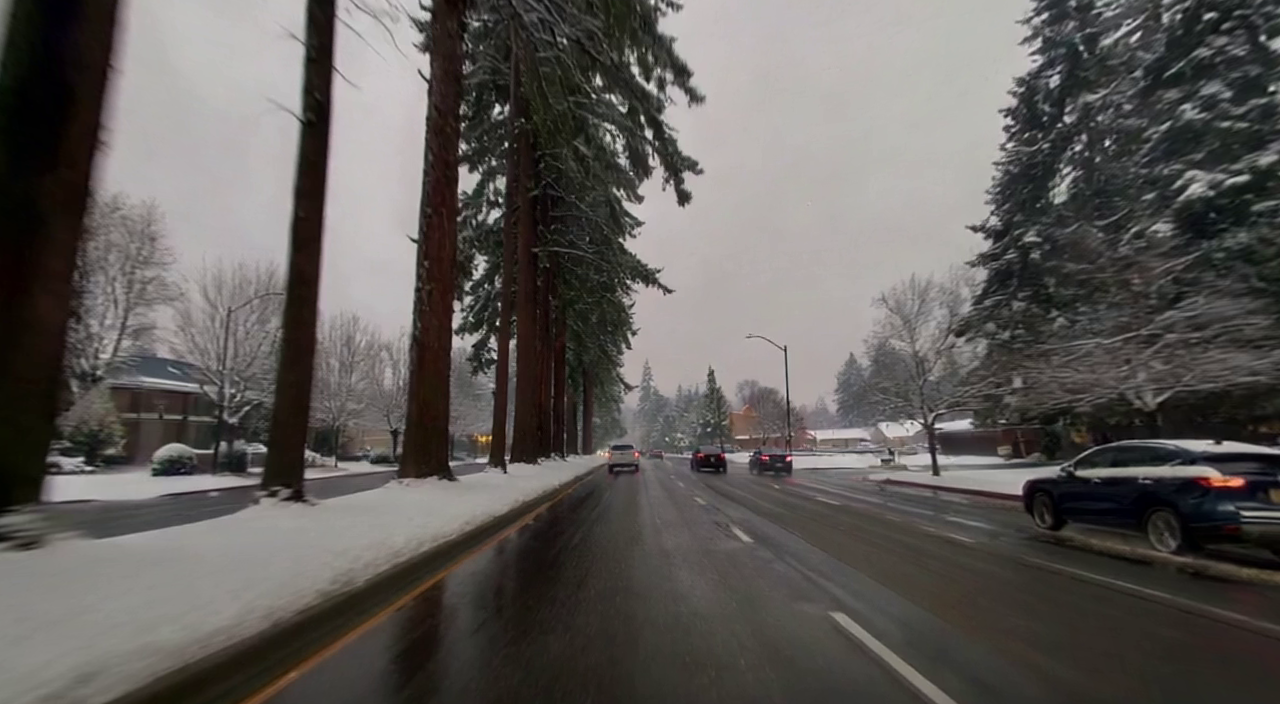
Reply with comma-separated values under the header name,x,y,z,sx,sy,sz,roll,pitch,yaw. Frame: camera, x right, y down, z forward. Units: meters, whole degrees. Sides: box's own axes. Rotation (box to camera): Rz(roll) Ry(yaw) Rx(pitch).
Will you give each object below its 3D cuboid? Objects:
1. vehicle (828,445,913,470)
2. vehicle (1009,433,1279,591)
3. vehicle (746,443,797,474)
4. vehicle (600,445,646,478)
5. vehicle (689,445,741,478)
name,x,y,z,sx,sy,sz,roll,pitch,yaw
vehicle,14.248,6.556,39.279,4.541,1.487,1.886,-1,-8,4
vehicle,7.096,1.836,8.051,1.888,1.508,4.646,0,-8,-1
vehicle,7.537,6.156,36.675,1.945,1.687,4.292,0,-8,-1
vehicle,-0.751,5.243,30.608,2.077,1.477,3.897,0,-8,0
vehicle,3.542,5.250,30.512,2.020,1.472,3.958,0,-8,0
